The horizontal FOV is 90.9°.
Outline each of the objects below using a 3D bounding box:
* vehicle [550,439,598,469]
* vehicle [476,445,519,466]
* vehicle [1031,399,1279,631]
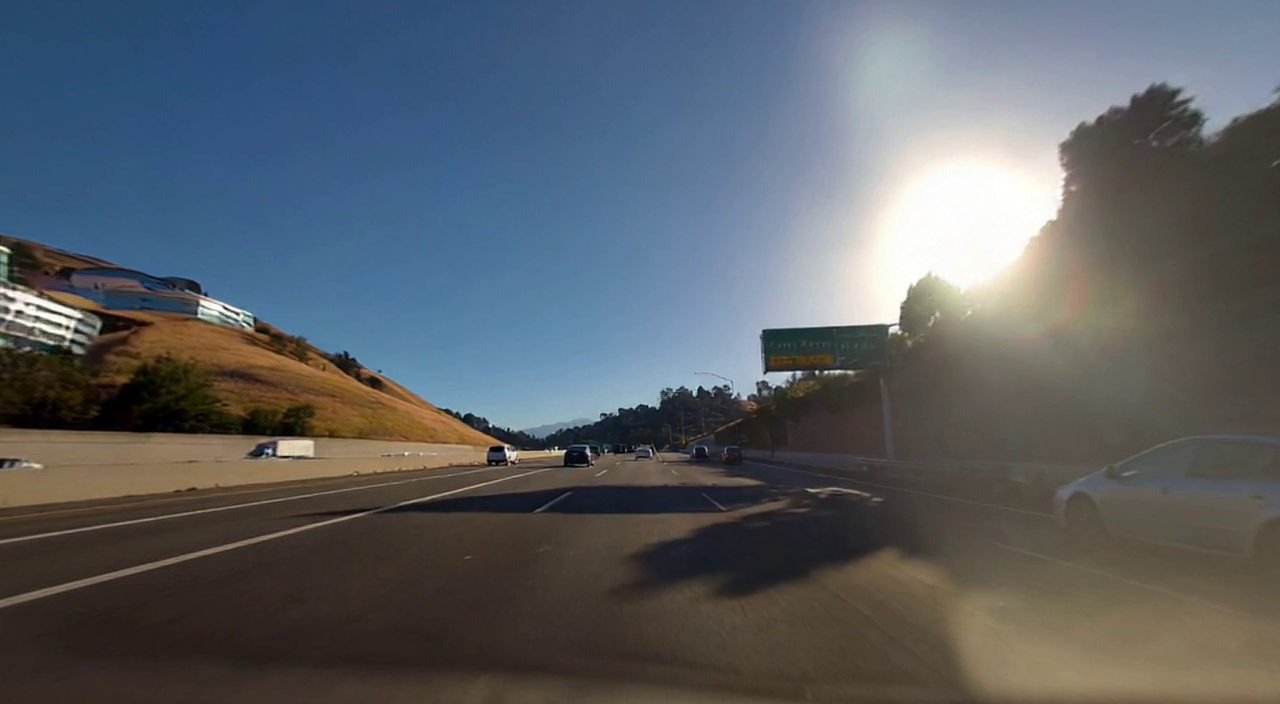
[{"bbox_3d":[-4.262,6.649,41.523,2.172,1.824,5.031,-1,-8,5],"label":"vehicle"},{"bbox_3d":[-10.661,7.744,47.480,2.015,1.506,4.386,-1,-8,2],"label":"vehicle"},{"bbox_3d":[5.680,1.266,5.206,2.122,1.646,4.491,-1,-8,2],"label":"vehicle"}]
